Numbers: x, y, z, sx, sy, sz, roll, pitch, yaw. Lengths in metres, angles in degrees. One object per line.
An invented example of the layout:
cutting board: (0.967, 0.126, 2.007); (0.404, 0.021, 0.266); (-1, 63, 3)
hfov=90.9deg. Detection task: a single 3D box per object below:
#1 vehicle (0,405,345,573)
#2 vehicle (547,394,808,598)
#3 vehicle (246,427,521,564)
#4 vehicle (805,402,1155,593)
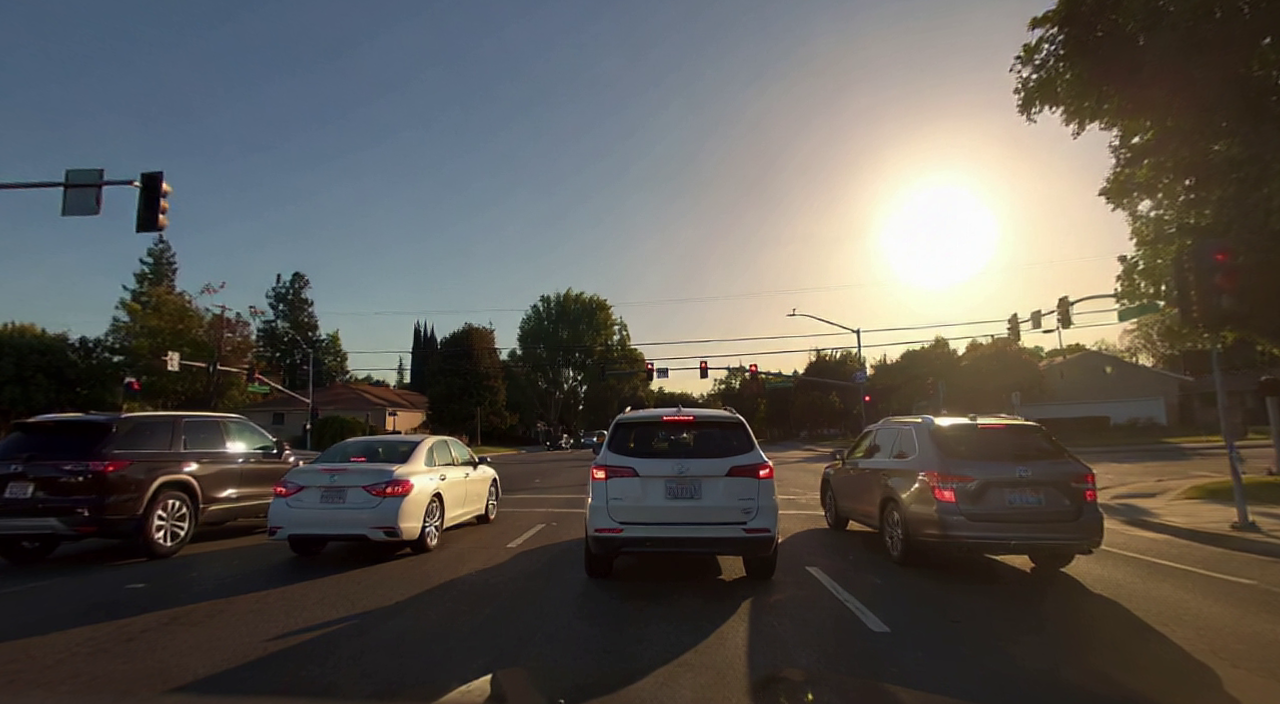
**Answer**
vehicle: (-6.618, 1.827, 9.252); (2.075, 1.796, 4.785); (0, -8, 2)
vehicle: (0.398, 1.522, 7.499); (2.198, 1.708, 4.170); (0, -8, 2)
vehicle: (-3.231, 1.887, 9.111); (1.885, 1.475, 4.359); (-1, -8, 4)
vehicle: (3.531, 1.588, 7.747); (2.047, 1.638, 4.395); (-1, -8, 4)
